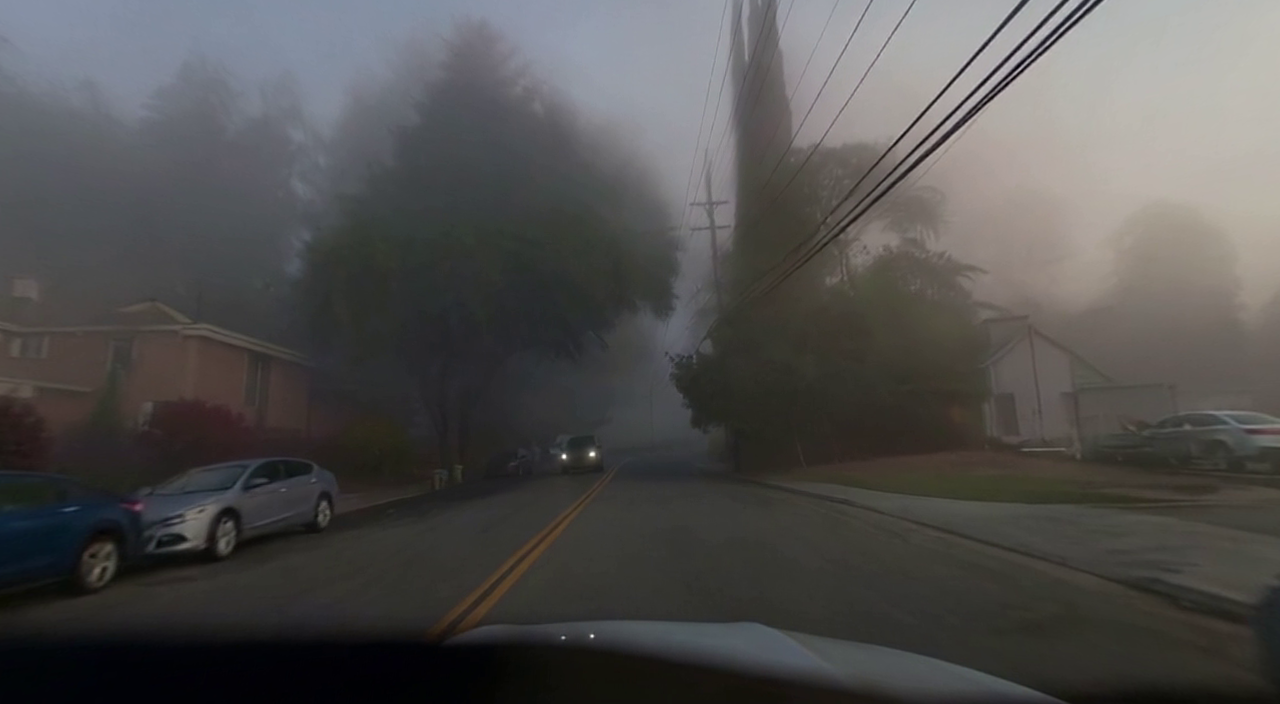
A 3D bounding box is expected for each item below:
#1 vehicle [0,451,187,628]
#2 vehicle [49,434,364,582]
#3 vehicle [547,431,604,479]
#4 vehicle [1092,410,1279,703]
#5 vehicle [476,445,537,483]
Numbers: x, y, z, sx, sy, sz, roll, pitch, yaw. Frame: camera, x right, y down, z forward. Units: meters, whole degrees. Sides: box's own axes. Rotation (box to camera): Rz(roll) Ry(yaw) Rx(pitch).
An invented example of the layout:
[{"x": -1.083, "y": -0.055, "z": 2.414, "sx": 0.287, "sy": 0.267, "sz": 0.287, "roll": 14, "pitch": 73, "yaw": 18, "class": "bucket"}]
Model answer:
[{"x": -6.456, "y": 1.666, "z": 5.285, "sx": 1.995, "sy": 1.469, "sz": 4.931, "roll": -4, "pitch": -8, "yaw": -4, "class": "vehicle"}, {"x": -6.634, "y": 2.358, "z": 10.530, "sx": 1.985, "sy": 1.712, "sz": 4.703, "roll": -5, "pitch": -8, "yaw": -1, "class": "vehicle"}, {"x": -3.049, "y": 4.994, "z": 30.765, "sx": 2.154, "sy": 2.051, "sz": 4.571, "roll": -2, "pitch": -9, "yaw": 2, "class": "vehicle"}, {"x": 3.746, "y": 0.787, "z": 1.231, "sx": 2.108, "sy": 1.493, "sz": 4.878, "roll": 0, "pitch": -8, "yaw": 0, "class": "vehicle"}, {"x": -6.457, "y": 5.427, "z": 30.946, "sx": 2.055, "sy": 1.666, "sz": 4.168, "roll": -2, "pitch": -9, "yaw": 1, "class": "vehicle"}]
